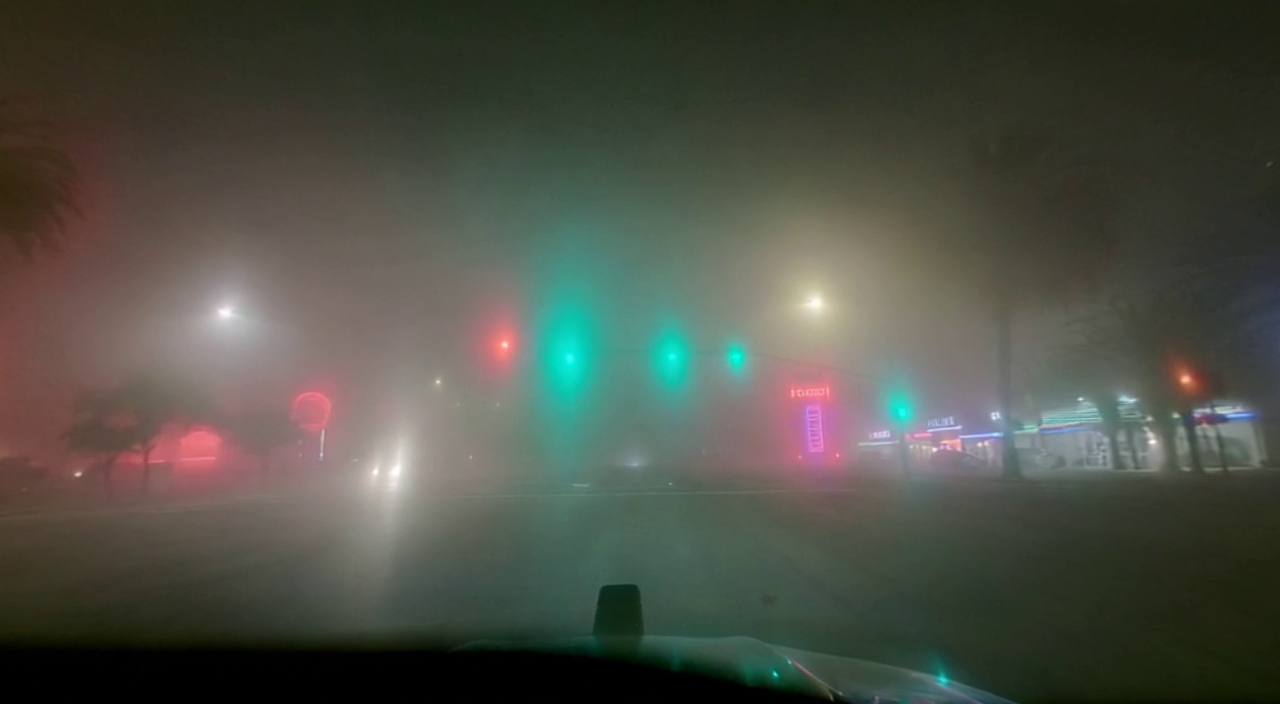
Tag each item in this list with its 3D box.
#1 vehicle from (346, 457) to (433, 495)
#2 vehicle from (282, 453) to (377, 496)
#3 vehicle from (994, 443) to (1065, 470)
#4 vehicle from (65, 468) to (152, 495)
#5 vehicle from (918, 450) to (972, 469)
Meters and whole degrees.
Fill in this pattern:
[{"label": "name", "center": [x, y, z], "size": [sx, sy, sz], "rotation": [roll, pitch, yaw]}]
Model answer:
[{"label": "vehicle", "center": [-11.156, 5.528, 28.537], "size": [2.019, 1.434, 4.622], "rotation": [0, -8, 0]}, {"label": "vehicle", "center": [-14.448, 5.681, 29.754], "size": [1.976, 1.758, 4.986], "rotation": [0, -8, -1]}, {"label": "vehicle", "center": [24.628, 6.630, 39.992], "size": [3.381, 1.424, 2.059], "rotation": [1, -12, -23]}, {"label": "vehicle", "center": [-35.118, 8.556, 41.939], "size": [1.906, 1.528, 4.535], "rotation": [0, -8, -2]}, {"label": "vehicle", "center": [22.754, 7.994, 47.119], "size": [3.280, 1.344, 1.518], "rotation": [2, -9, -12]}]
